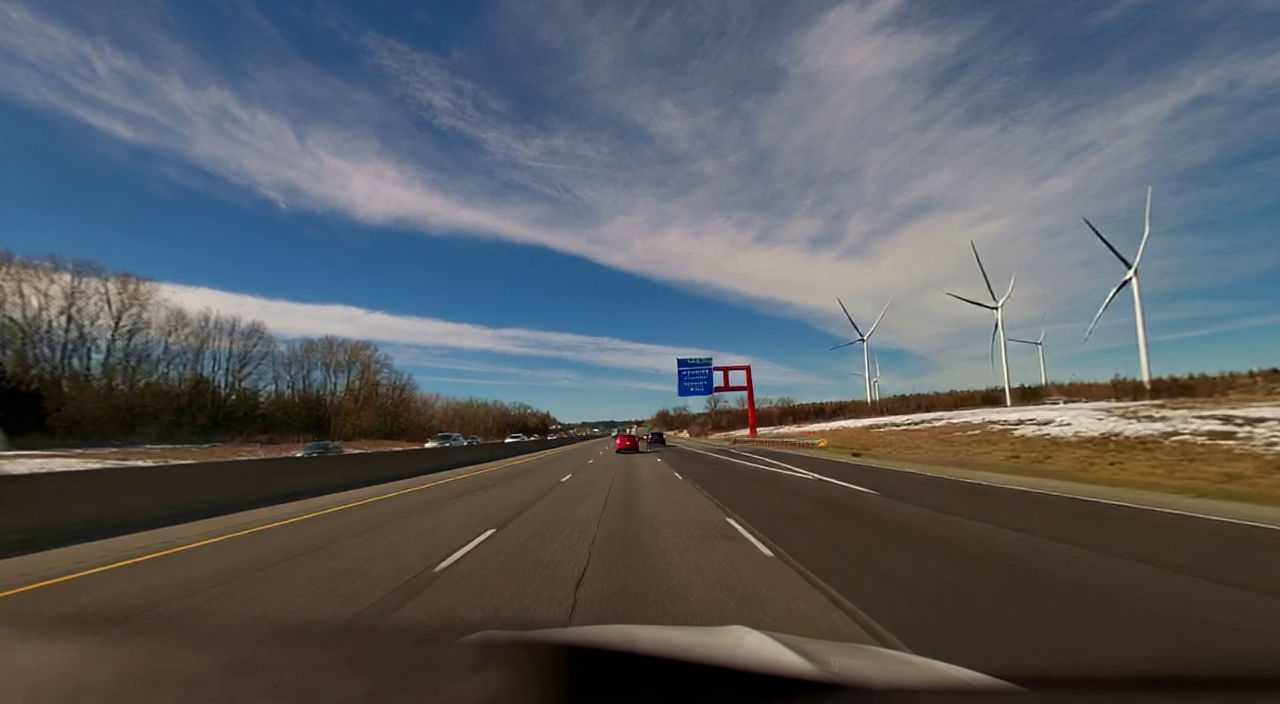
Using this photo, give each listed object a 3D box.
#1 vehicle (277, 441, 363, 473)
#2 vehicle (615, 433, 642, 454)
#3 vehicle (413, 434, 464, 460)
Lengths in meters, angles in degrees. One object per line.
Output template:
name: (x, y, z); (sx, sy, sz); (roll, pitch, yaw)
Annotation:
vehicle: (-16.482, 5.402, 32.685); (1.931, 1.501, 4.767); (0, -8, 0)
vehicle: (-0.856, 6.764, 46.659); (1.892, 1.496, 3.575); (0, -8, -1)
vehicle: (-13.033, 6.148, 40.848); (1.909, 1.616, 4.153); (0, -8, 0)
